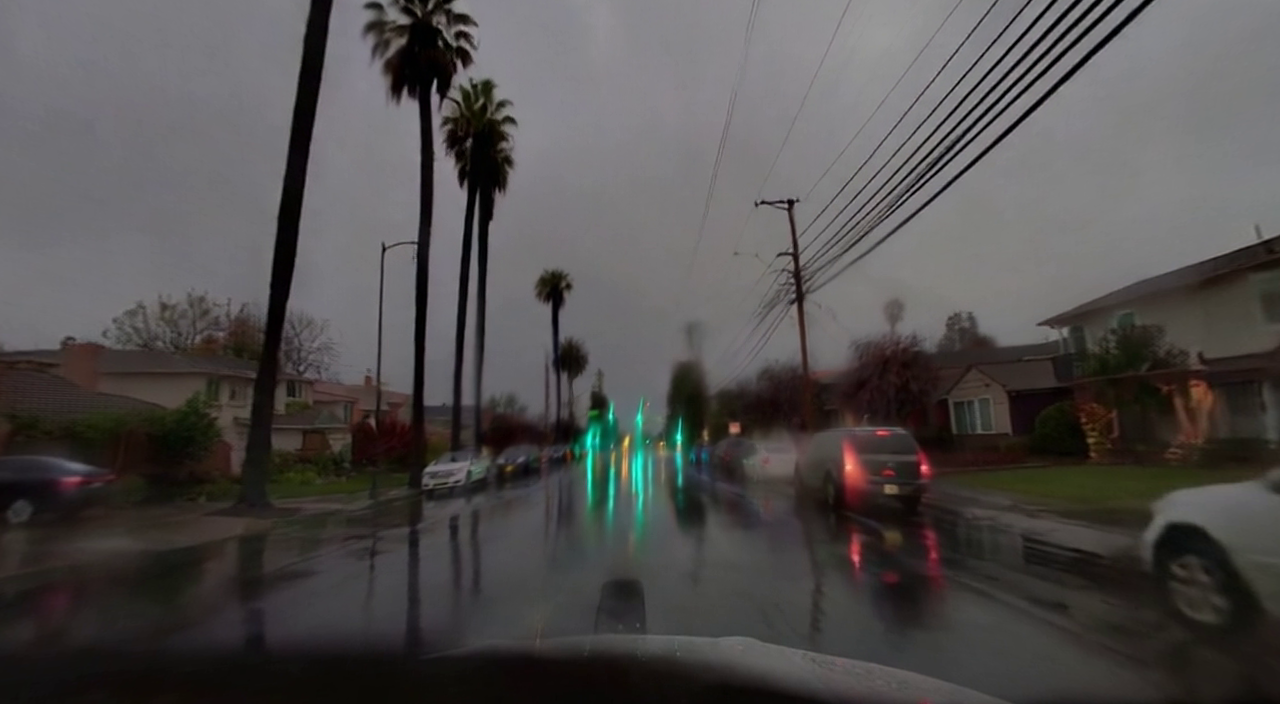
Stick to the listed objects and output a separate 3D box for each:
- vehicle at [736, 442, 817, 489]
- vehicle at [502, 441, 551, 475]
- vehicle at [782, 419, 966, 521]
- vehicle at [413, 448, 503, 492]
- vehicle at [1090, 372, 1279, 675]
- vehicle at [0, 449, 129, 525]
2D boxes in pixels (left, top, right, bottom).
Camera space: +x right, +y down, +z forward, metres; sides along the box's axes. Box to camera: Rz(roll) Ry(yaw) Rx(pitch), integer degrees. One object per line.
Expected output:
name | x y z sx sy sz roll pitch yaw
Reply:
vehicle | 4.881 4.105 23.225 1.795 1.424 4.327 -4 -8 -2
vehicle | -7.042 6.611 39.716 2.077 1.888 4.551 -2 -8 2
vehicle | 4.792 2.495 13.947 2.115 1.826 4.871 0 -8 -1
vehicle | -6.960 4.536 24.714 2.013 1.483 4.645 -1 -8 2
vehicle | 4.767 0.873 2.817 1.922 1.761 4.633 0 -8 -2
vehicle | -14.138 2.910 13.802 4.305 1.505 1.793 0 -8 0
